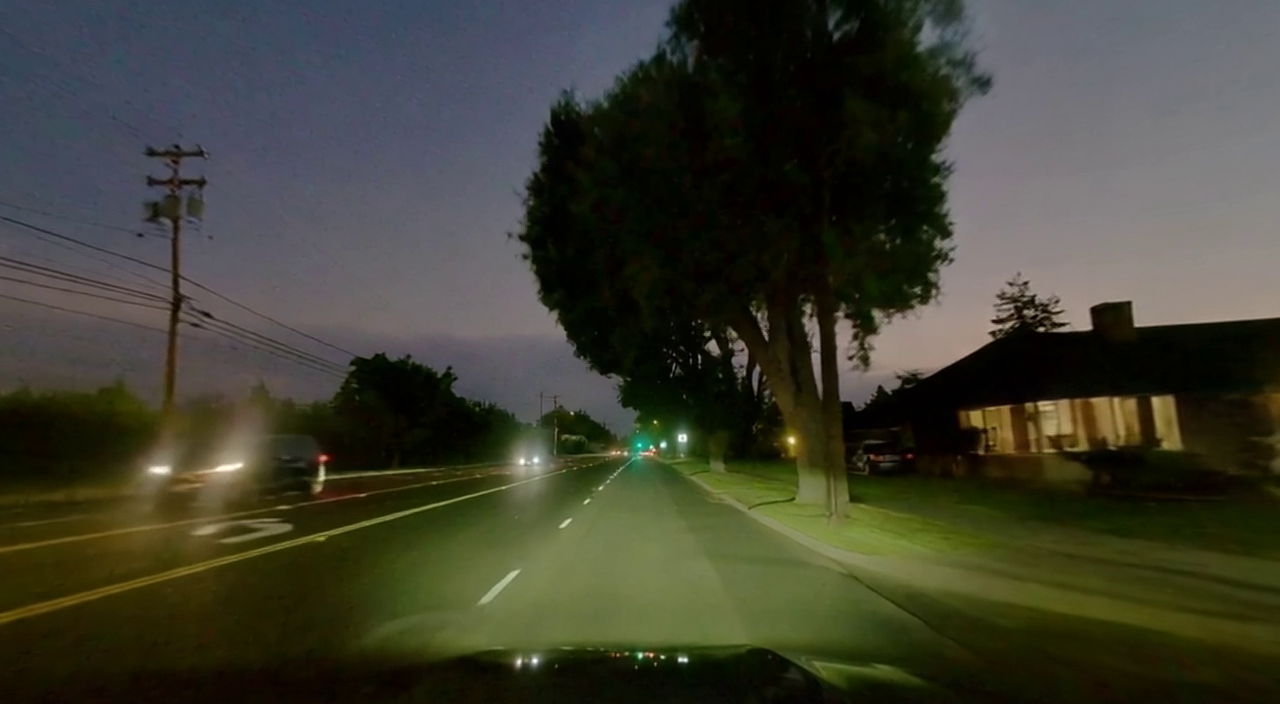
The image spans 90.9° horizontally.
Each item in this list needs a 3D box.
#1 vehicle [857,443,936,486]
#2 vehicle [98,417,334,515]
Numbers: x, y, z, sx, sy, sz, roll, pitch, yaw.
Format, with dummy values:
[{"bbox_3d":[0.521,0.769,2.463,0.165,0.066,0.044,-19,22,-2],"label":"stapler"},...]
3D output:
[{"bbox_3d":[10.754,4.727,26.698,1.737,1.633,3.268,-1,-9,-4],"label":"vehicle"},{"bbox_3d":[-9.267,2.537,14.440,2.057,1.865,4.626,0,-9,1],"label":"vehicle"}]
